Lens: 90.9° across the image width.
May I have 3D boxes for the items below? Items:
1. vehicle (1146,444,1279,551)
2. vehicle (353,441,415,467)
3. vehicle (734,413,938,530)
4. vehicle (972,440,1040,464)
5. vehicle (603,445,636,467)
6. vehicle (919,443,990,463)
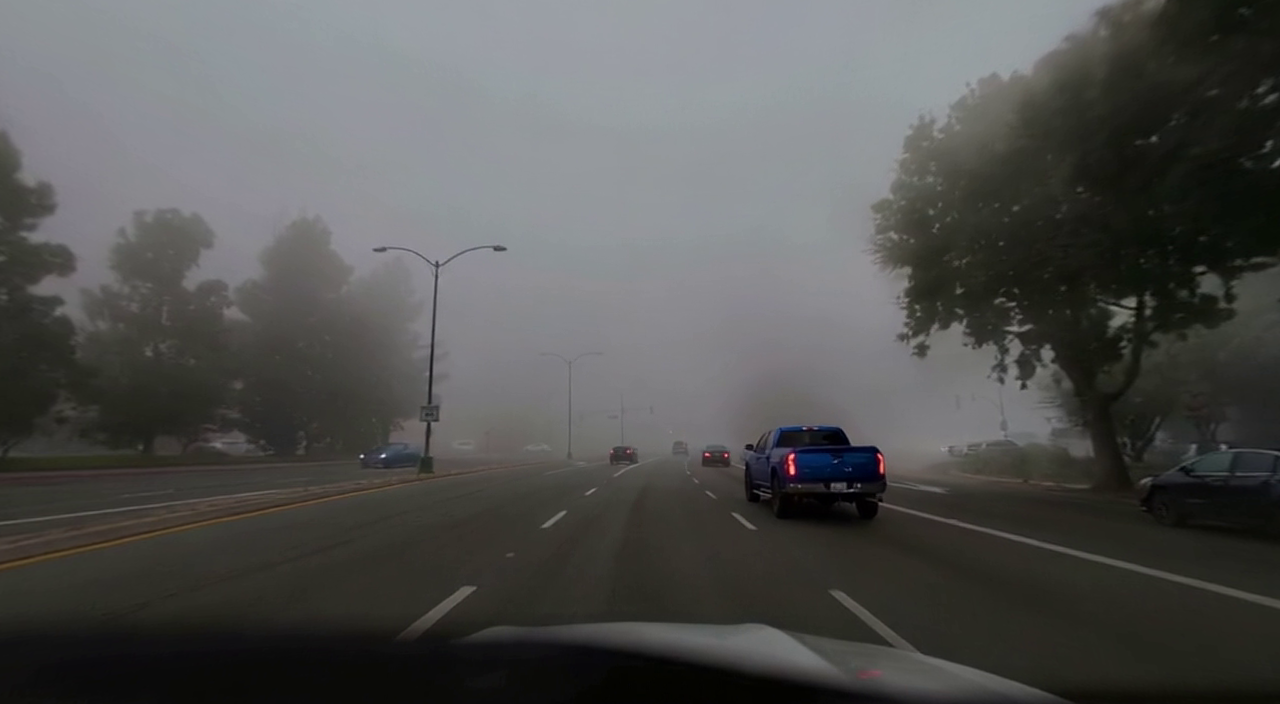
[{"bbox_3d":[10.113,2.098,9.065,1.963,1.513,4.600,0,-9,2],"label":"vehicle"},{"bbox_3d":[-16.824,6.741,41.691,1.893,1.593,4.575,-1,-9,4],"label":"vehicle"},{"bbox_3d":[3.463,2.285,12.678,2.333,1.777,5.713,0,-9,1],"label":"vehicle"},{"bbox_3d":[25.977,7.081,44.741,3.945,1.618,1.919,3,-9,-18],"label":"vehicle"},{"bbox_3d":[-1.474,7.654,46.636,1.958,1.542,4.175,-1,-9,5],"label":"vehicle"},{"bbox_3d":[24.768,7.923,49.638,4.711,1.460,2.149,2,-9,-16],"label":"vehicle"}]
